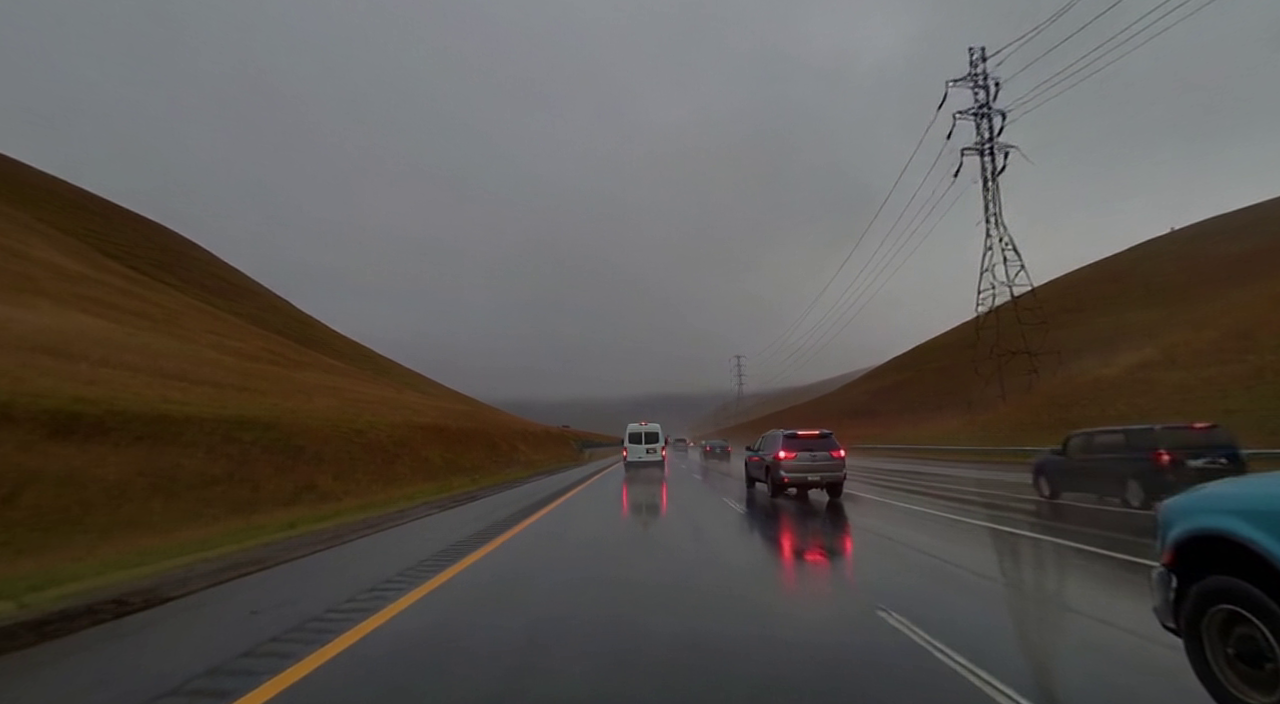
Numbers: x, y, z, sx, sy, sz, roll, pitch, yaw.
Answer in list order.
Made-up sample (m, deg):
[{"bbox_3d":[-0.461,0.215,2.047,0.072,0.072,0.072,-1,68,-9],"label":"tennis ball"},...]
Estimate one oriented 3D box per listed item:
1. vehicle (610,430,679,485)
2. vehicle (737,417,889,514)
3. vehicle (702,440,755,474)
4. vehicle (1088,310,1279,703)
[{"bbox_3d":[0.191,3.813,23.096,2.268,1.772,4.523,0,-8,1],"label":"vehicle"},{"bbox_3d":[3.617,2.474,14.233,2.139,1.821,4.480,0,-8,0],"label":"vehicle"},{"bbox_3d":[4.098,4.929,29.899,1.938,1.466,4.356,0,-8,0],"label":"vehicle"},{"bbox_3d":[3.970,0.510,0.680,2.691,1.901,5.744,0,-8,-1],"label":"vehicle"}]
